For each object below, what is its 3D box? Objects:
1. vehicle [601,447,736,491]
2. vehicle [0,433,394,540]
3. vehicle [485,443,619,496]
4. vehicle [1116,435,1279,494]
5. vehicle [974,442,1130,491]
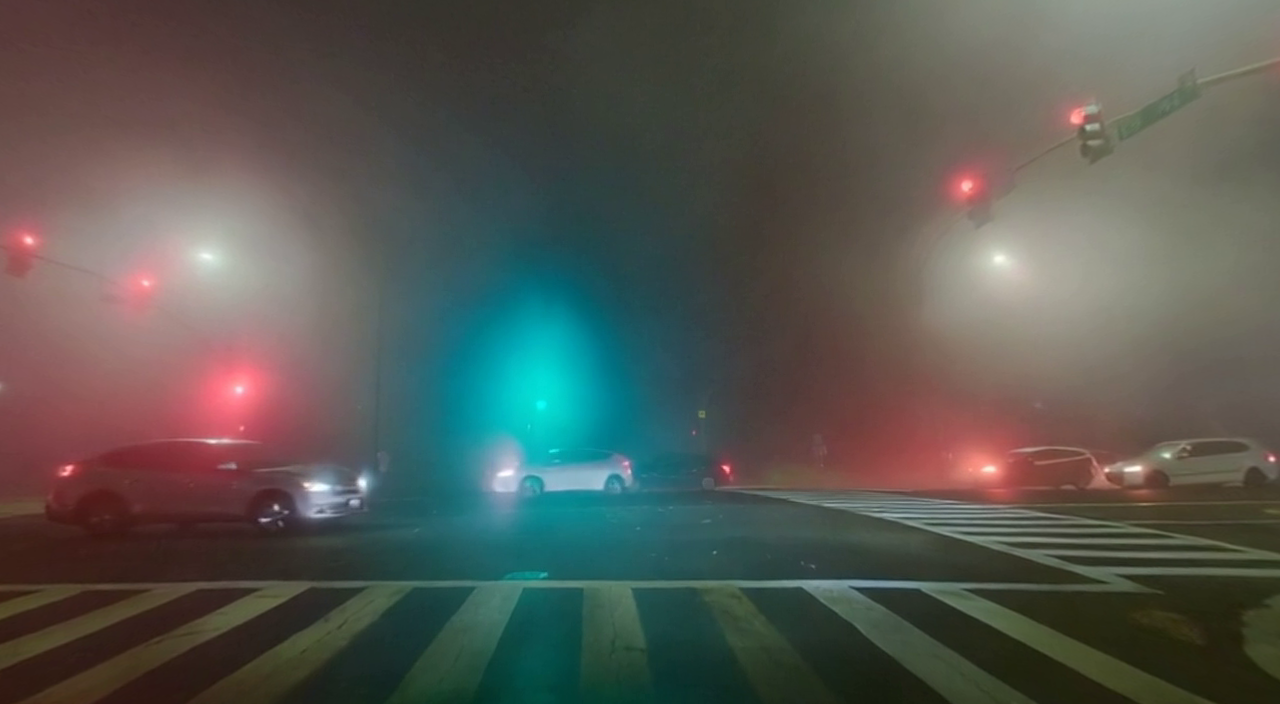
[{"bbox_3d":[0.981,4.237,23.008,4.705,1.486,1.830,0,-8,-1],"label":"vehicle"},{"bbox_3d":[-6.712,2.013,9.775,4.989,1.442,1.940,0,-8,0],"label":"vehicle"},{"bbox_3d":[-2.563,3.517,19.112,3.815,1.504,1.790,0,-8,-2],"label":"vehicle"},{"bbox_3d":[17.768,3.436,19.485,4.510,1.673,2.030,0,-8,-1],"label":"vehicle"},{"bbox_3d":[14.956,4.151,23.132,4.326,1.672,1.903,0,-8,-1],"label":"vehicle"}]
